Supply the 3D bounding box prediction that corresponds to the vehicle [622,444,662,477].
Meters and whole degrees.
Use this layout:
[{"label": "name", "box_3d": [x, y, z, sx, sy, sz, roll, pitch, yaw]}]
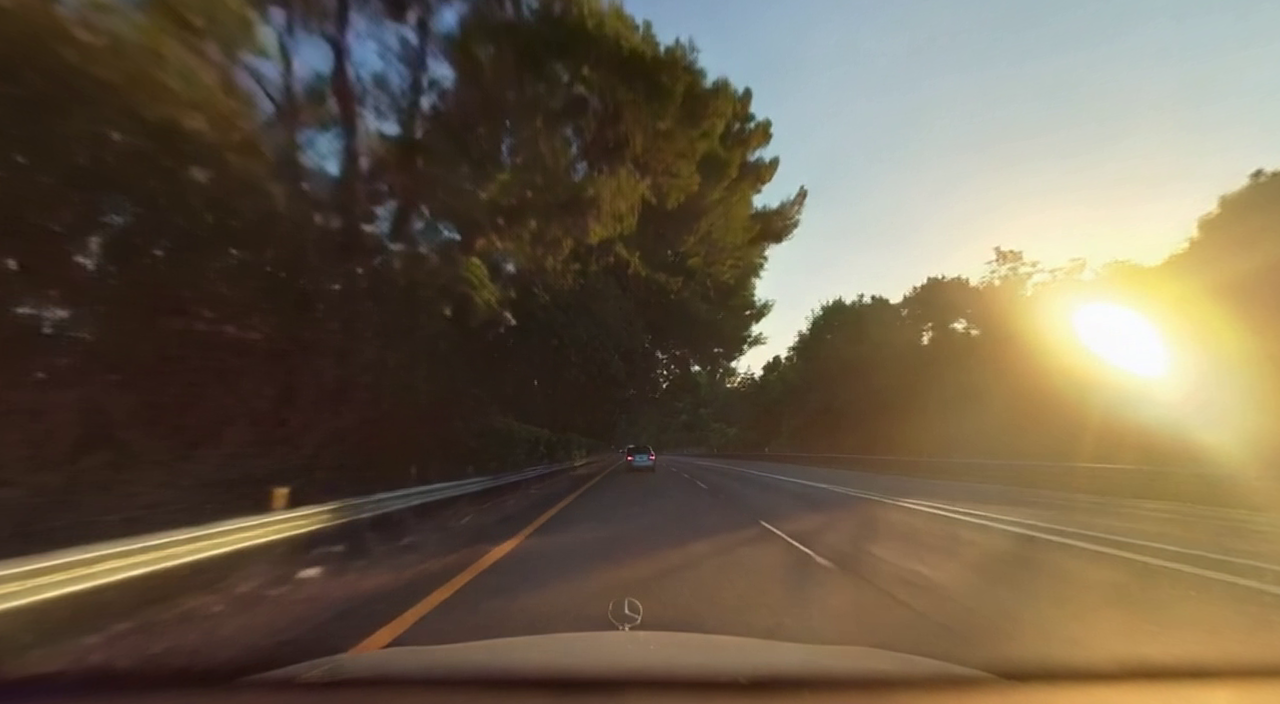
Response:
[{"label": "vehicle", "box_3d": [0.069, 5.770, 33.615, 1.987, 1.658, 3.620, 0, -9, -1]}]
